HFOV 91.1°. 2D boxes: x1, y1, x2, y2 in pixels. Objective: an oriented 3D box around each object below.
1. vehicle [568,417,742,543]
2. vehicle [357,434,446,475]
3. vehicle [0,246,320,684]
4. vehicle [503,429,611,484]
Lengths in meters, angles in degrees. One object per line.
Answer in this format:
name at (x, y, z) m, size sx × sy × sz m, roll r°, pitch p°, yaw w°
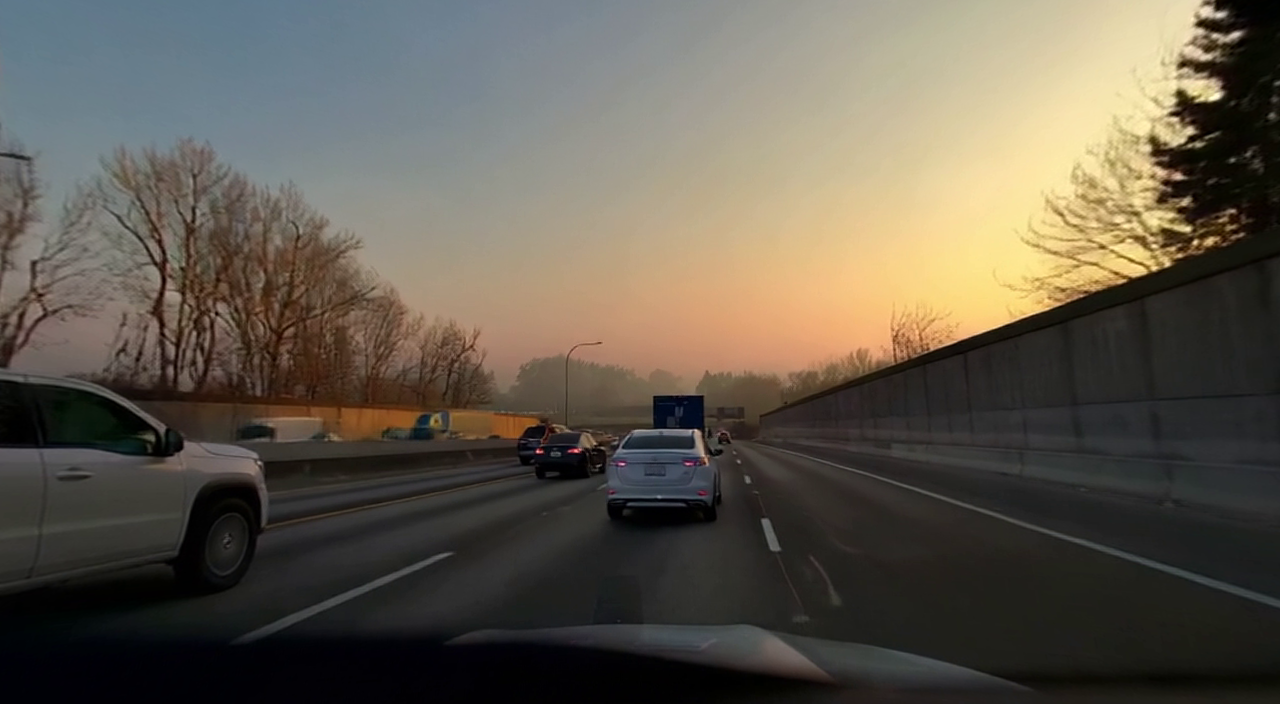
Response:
vehicle at (0.490, 1.825, 9.748) m, size 2.089 × 1.485 × 4.153 m, roll -1°, pitch -8°, yaw 10°
vehicle at (-9.634, 4.138, 25.740) m, size 1.797 × 1.531 × 3.799 m, roll -1°, pitch -8°, yaw 7°
vehicle at (-4.799, 0.631, 3.537) m, size 2.386 × 2.435 × 5.831 m, roll -1°, pitch -8°, yaw 7°
vehicle at (-2.329, 3.090, 18.993) m, size 2.087 × 1.457 × 4.313 m, roll -1°, pitch -8°, yaw 9°
